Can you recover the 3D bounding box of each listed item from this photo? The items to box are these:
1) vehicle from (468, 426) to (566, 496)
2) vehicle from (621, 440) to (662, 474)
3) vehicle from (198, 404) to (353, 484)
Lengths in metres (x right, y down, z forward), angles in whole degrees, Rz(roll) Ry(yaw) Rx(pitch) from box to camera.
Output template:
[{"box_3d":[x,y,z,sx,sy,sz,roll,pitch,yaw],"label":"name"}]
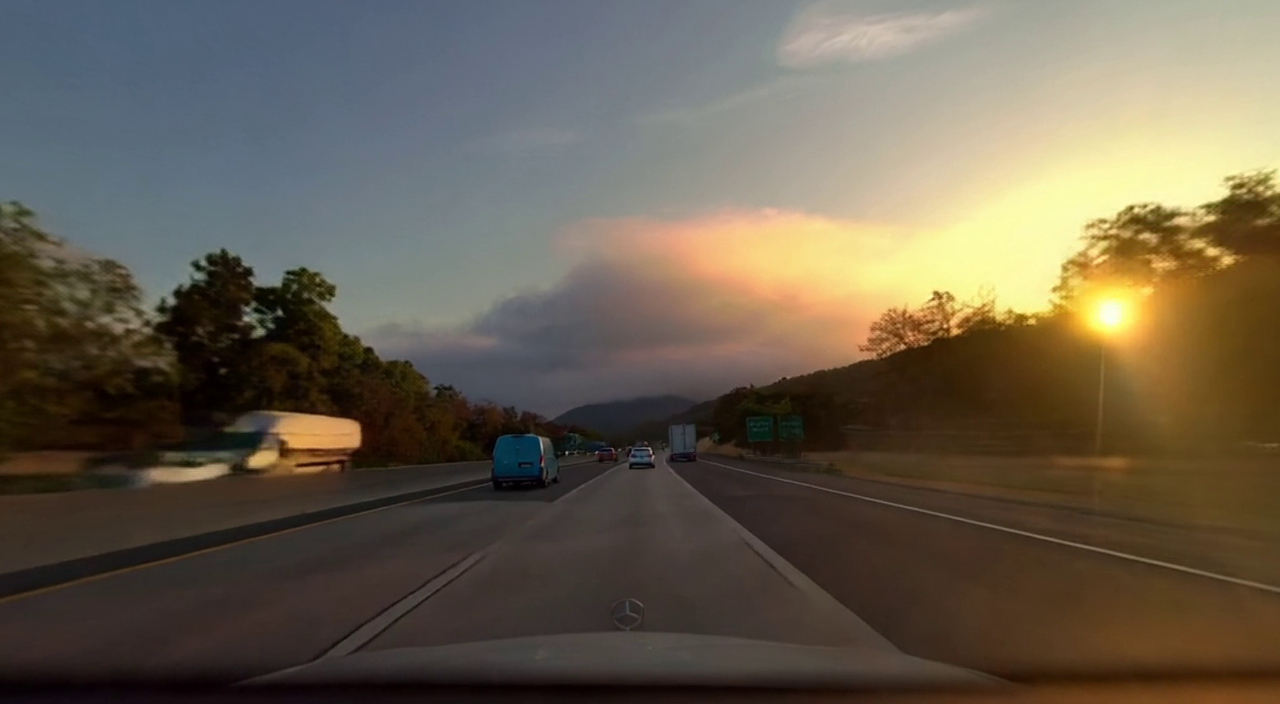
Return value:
[{"box_3d":[-3.844,3.530,20.686,2.167,1.991,5.062,0,-9,0],"label":"vehicle"},{"box_3d":[0.094,6.038,36.501,2.209,1.825,4.036,0,-9,0],"label":"vehicle"},{"box_3d":[-19.300,5.026,34.323,2.893,3.722,8.903,0,-9,1],"label":"vehicle"}]
